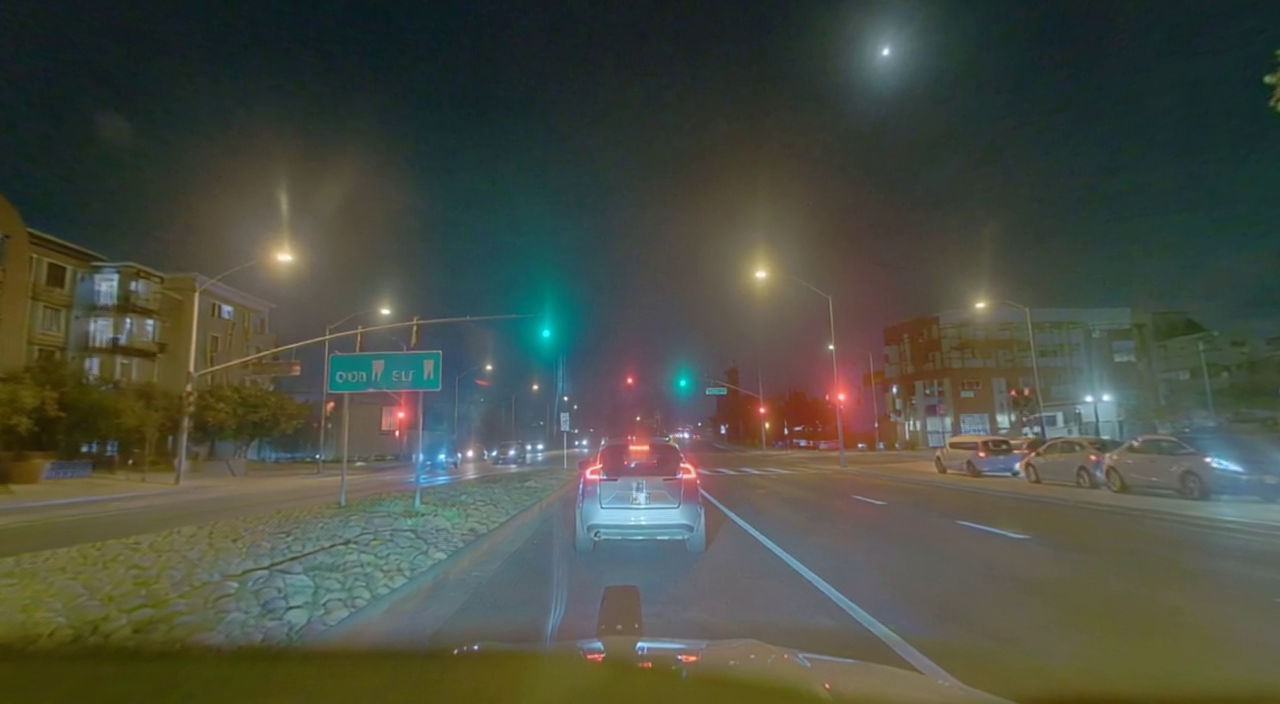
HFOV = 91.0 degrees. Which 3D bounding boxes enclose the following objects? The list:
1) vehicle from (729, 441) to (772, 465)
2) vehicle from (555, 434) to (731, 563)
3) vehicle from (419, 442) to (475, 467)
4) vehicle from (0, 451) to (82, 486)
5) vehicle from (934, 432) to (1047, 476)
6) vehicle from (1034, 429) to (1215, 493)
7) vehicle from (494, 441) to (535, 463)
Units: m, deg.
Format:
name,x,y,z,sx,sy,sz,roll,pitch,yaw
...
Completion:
name,x,y,z,sx,sy,sz,roll,pitch,yaw
vehicle,6.993,6.448,40.336,1.932,1.439,4.159,0,-9,-1
vehicle,-0.072,1.988,9.311,2.010,1.447,4.121,0,-9,-3
vehicle,-12.219,6.522,40.058,2.125,1.495,4.308,0,-9,1
vehicle,-27.356,5.069,27.564,1.773,1.438,4.268,0,-9,2
vehicle,13.076,3.823,23.808,1.887,1.504,3.898,0,-9,-2
vehicle,13.074,2.962,17.370,1.859,1.525,3.948,0,-9,1
vehicle,-8.817,7.045,44.505,1.994,1.474,4.411,0,-9,0
